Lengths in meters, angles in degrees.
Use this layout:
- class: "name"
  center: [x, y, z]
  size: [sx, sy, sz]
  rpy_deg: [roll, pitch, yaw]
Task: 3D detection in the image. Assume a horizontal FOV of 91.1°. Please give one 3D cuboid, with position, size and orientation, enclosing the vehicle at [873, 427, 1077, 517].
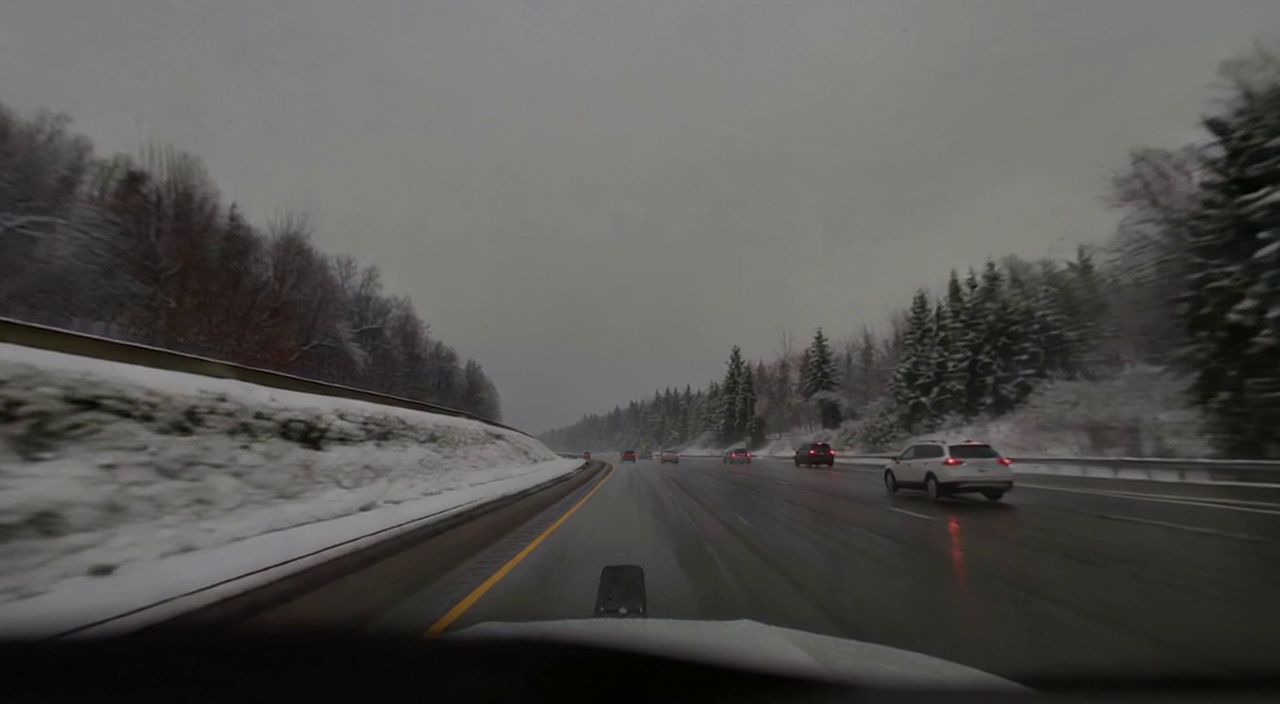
- class: "vehicle"
  center: [7.286, 2.636, 14.381]
  size: [2.048, 1.697, 4.689]
  rpy_deg: [0, -8, 0]

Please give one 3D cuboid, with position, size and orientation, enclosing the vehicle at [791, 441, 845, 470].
- class: "vehicle"
  center: [10.759, 6.234, 38.167]
  size: [1.986, 1.644, 4.126]
  rpy_deg: [1, -8, -1]

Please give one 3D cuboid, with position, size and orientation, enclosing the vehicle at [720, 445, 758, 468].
- class: "vehicle"
  center: [6.771, 7.159, 43.367]
  size: [1.940, 1.482, 3.644]
  rpy_deg: [1, -8, -2]
